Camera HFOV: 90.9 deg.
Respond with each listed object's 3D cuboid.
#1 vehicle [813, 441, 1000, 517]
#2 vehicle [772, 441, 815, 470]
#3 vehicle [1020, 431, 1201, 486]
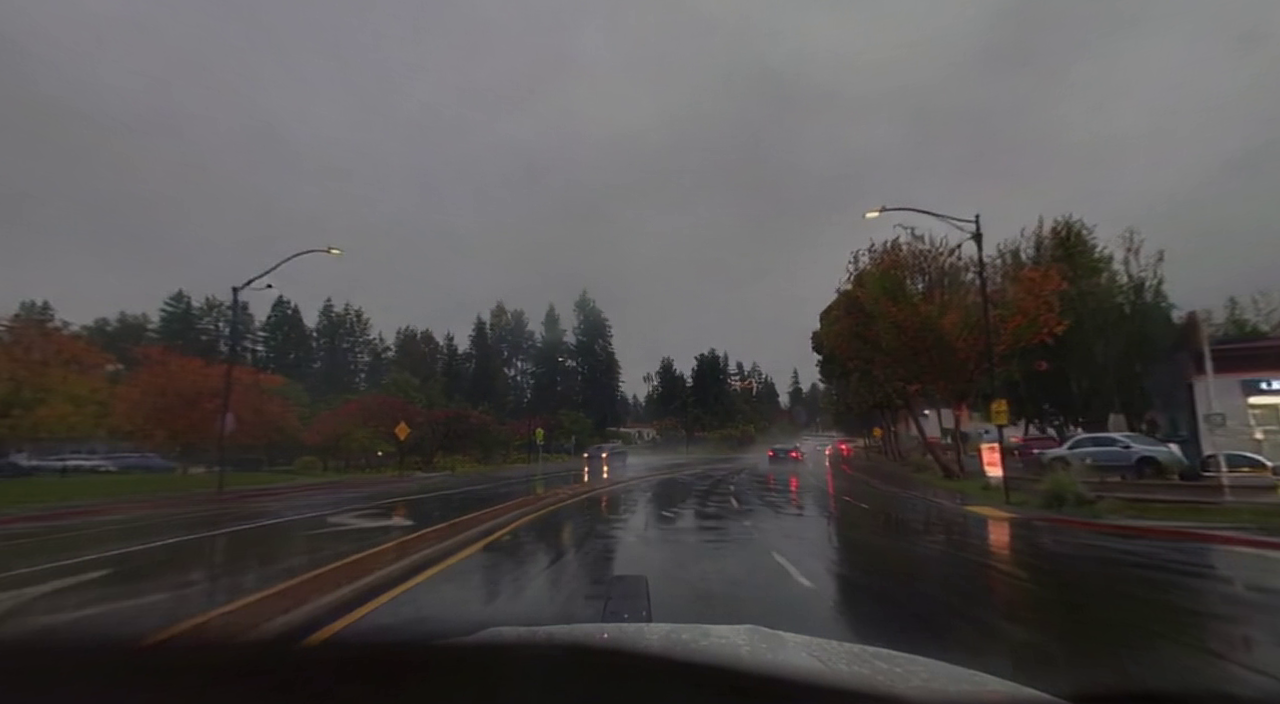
[{"bbox_3d":[5.908,2.847,14.718,1.938,1.466,4.434,1,-9,-9],"label":"vehicle"},{"bbox_3d":[9.807,6.506,39.971,2.311,1.715,4.287,-3,-9,17],"label":"vehicle"},{"bbox_3d":[16.764,3.809,22.810,4.557,1.825,2.350,-2,-9,13],"label":"vehicle"}]
